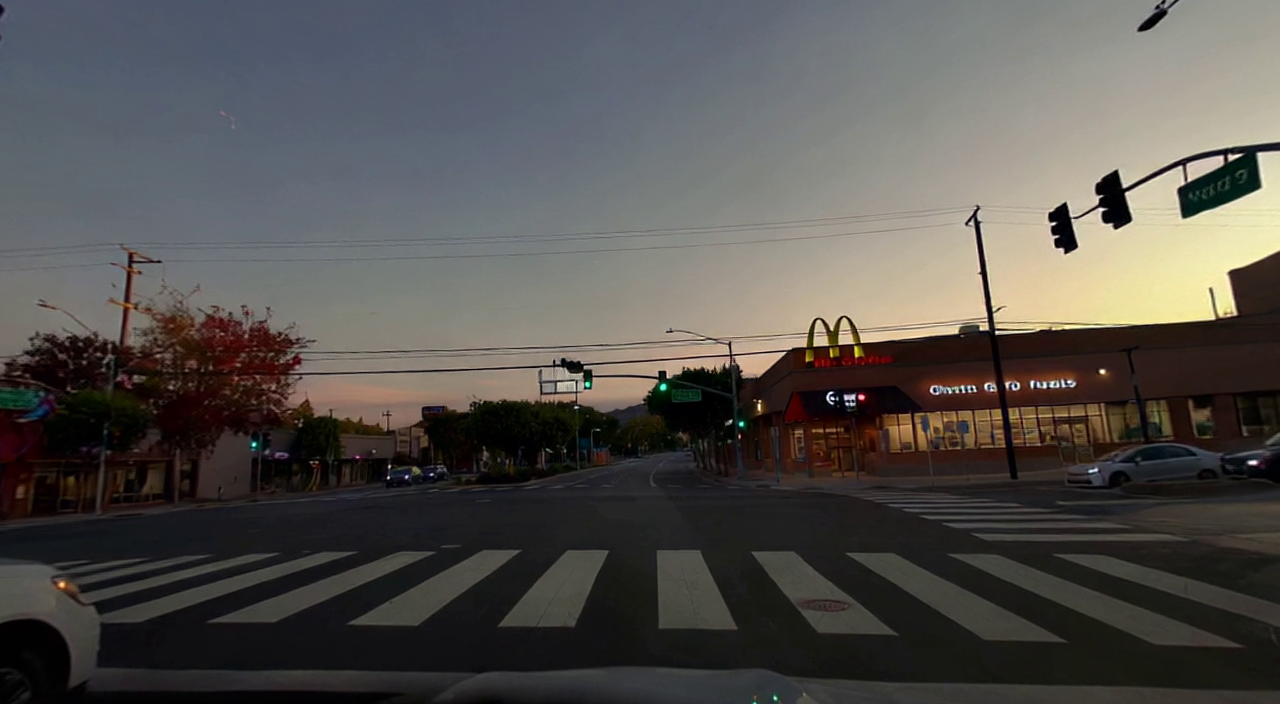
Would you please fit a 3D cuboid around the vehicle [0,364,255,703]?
[{"bbox_3d":[-3.415,0.741,1.411,2.081,1.644,4.523,0,-9,3],"label":"vehicle"}]

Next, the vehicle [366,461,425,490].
[{"bbox_3d":[-19.215,9.727,49.820,2.227,2.033,5.614,0,-9,2],"label":"vehicle"}]

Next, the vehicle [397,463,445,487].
[{"bbox_3d":[-15.746,8.830,45.407,1.931,1.471,4.152,0,-9,0],"label":"vehicle"}]
